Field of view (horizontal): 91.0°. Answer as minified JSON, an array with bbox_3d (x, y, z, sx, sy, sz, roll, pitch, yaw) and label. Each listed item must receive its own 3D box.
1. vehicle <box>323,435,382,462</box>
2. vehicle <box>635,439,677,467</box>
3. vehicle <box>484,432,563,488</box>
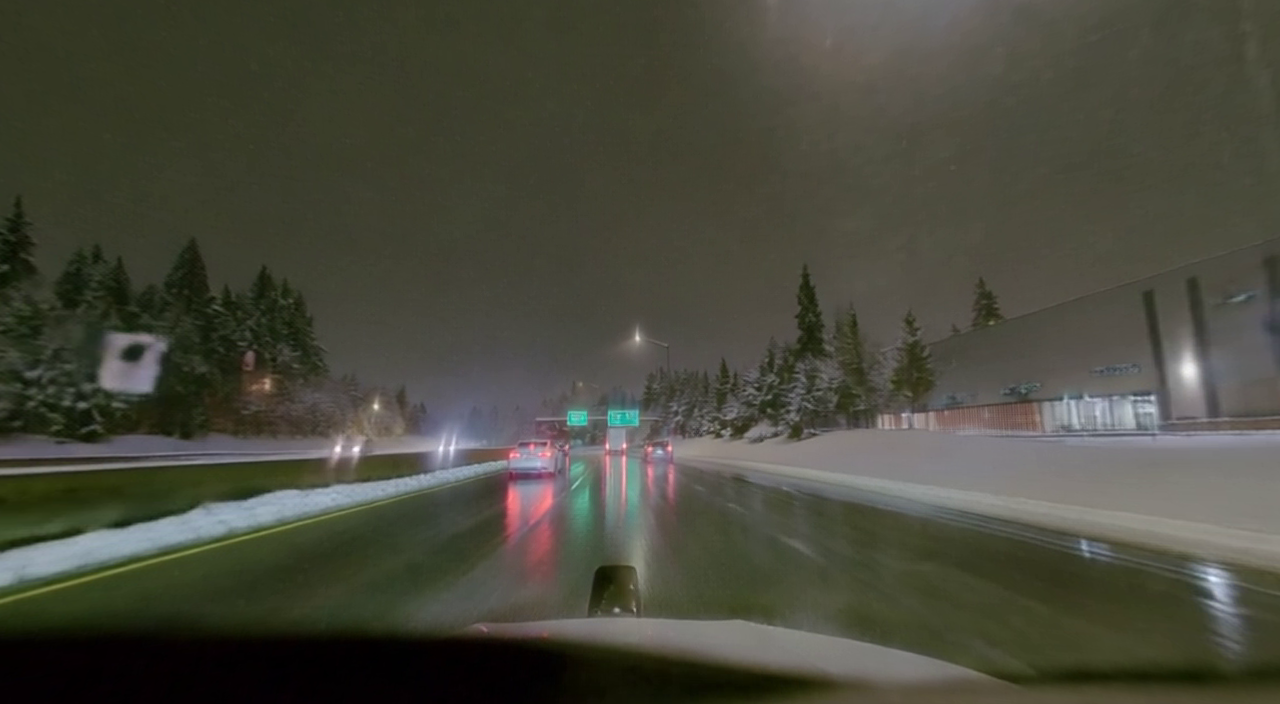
[{"bbox_3d":[-18.017,6.057,39.663,1.982,1.612,4.185,0,-8,-4],"label":"vehicle"},{"bbox_3d":[0.912,6.171,38.723,2.078,1.608,3.982,0,-8,-6],"label":"vehicle"},{"bbox_3d":[-3.935,3.720,22.107,2.080,1.733,4.410,0,-8,-2],"label":"vehicle"}]
